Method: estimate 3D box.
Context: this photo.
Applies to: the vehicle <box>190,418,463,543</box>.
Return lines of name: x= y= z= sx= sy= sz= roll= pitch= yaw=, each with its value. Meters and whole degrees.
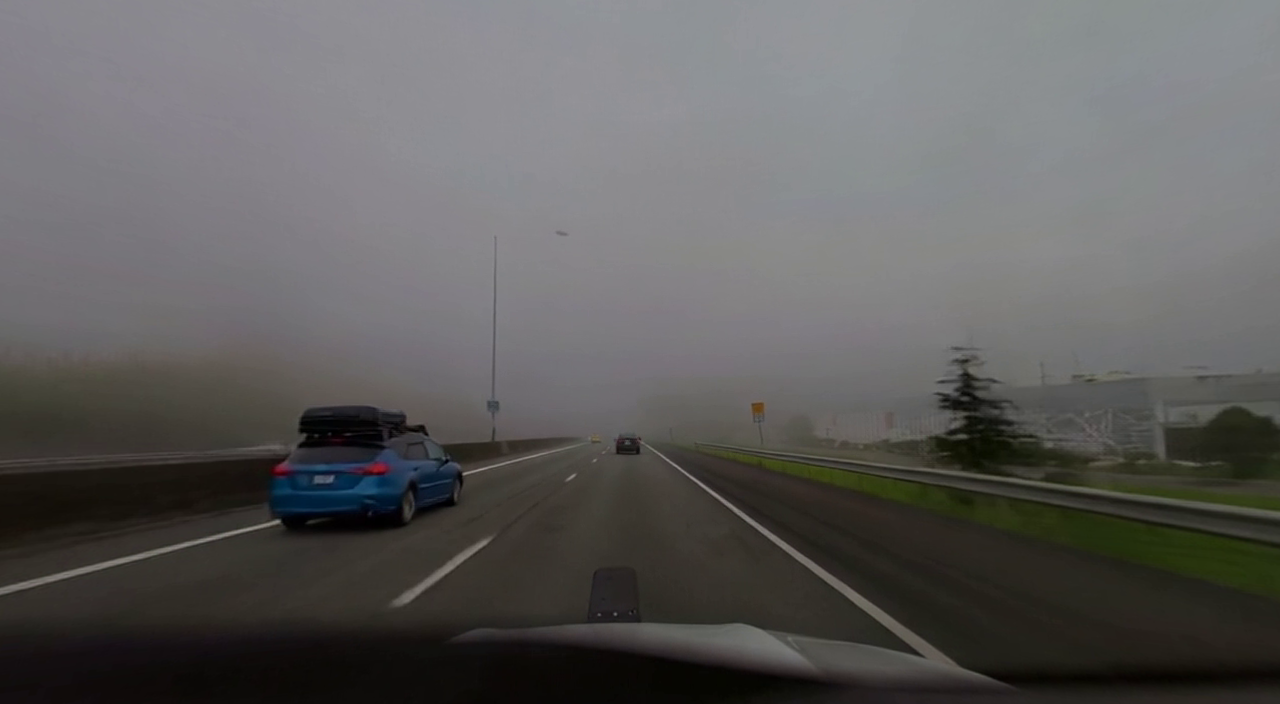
vehicle: x=-4.658 y=1.953 z=10.409 sx=2.189 sy=1.580 sz=4.607 roll=0 pitch=-8 yaw=-1

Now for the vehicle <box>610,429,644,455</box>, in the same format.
vehicle: x=-0.822 y=5.913 z=41.324 sx=2.151 sy=1.618 sz=3.898 roll=0 pitch=-8 yaw=-1
